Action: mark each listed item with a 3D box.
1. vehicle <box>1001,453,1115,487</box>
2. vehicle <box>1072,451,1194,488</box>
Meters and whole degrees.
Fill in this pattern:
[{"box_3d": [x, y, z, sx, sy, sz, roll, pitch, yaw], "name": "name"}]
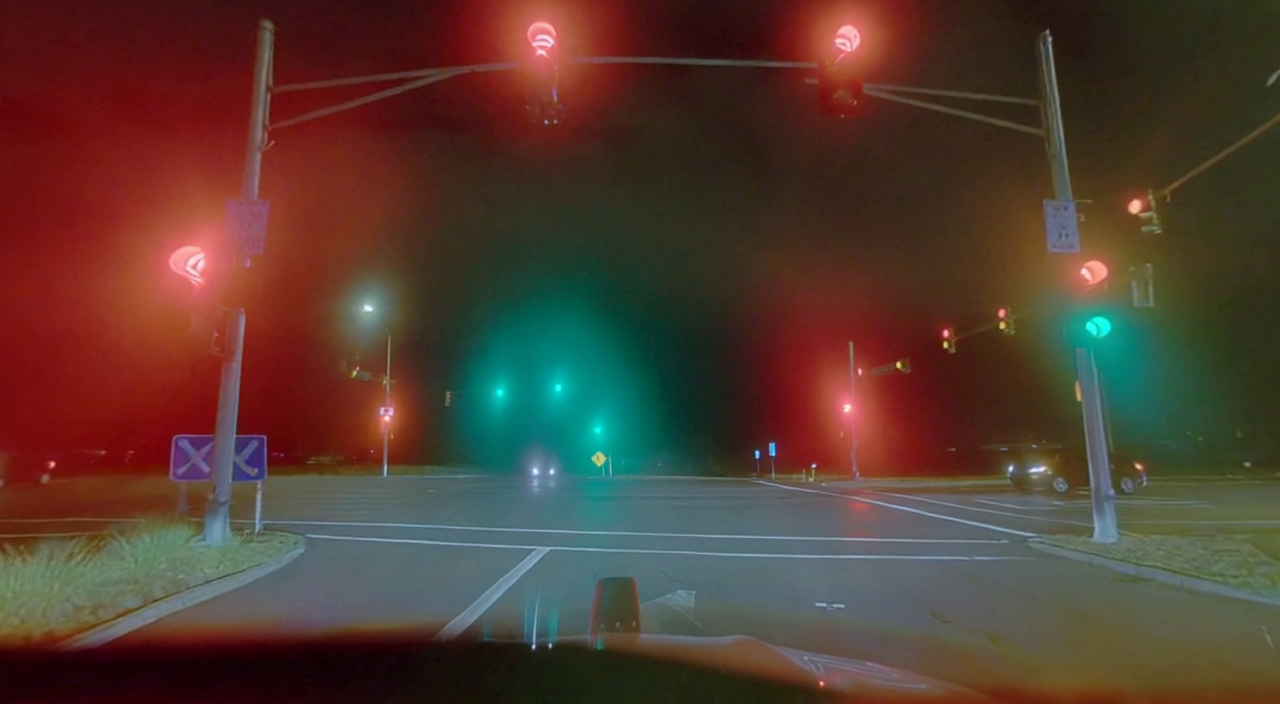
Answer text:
[{"box_3d": [21.493, 6.101, 32.507, 4.455, 1.647, 2.124, 1, -11, -7], "name": "vehicle"}, {"box_3d": [22.694, 5.437, 29.083, 3.998, 1.590, 1.936, 1, -12, -6], "name": "vehicle"}]
